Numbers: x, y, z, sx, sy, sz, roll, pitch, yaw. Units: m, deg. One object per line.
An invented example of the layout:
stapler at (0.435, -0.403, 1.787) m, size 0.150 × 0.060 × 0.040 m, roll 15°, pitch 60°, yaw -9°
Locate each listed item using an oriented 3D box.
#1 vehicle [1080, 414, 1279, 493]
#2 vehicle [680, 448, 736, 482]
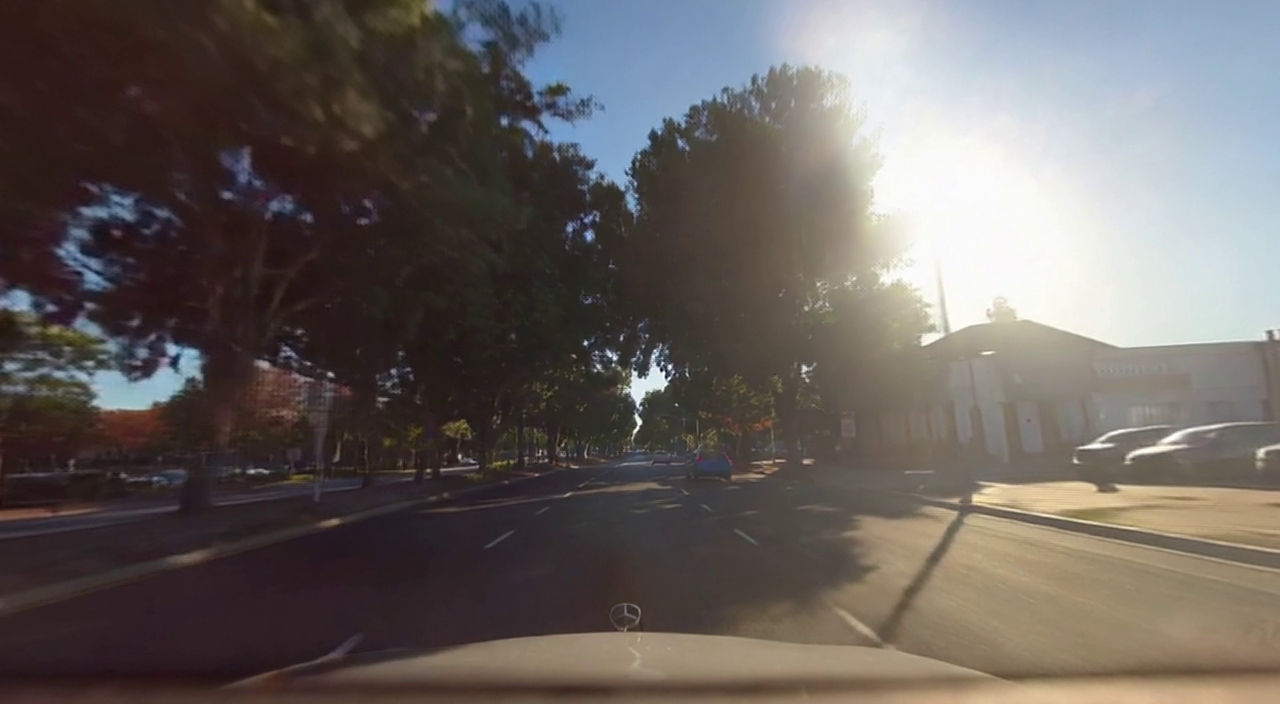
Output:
vehicle at (14.924, 2.758, 17.359) m, size 4.072 × 1.768 × 1.923 m, roll -4°, pitch -8°, yaw 0°
vehicle at (3.202, 5.446, 30.798) m, size 2.033 × 1.482 × 4.571 m, roll 0°, pitch -9°, yaw -2°
